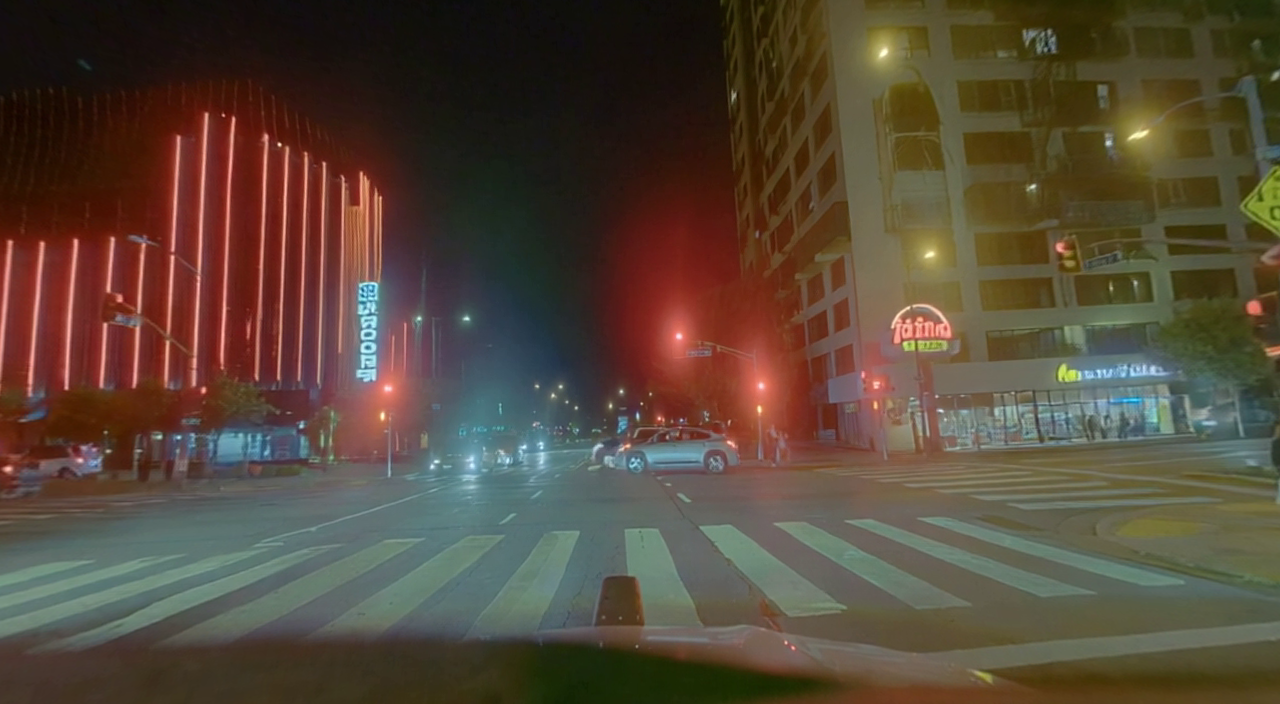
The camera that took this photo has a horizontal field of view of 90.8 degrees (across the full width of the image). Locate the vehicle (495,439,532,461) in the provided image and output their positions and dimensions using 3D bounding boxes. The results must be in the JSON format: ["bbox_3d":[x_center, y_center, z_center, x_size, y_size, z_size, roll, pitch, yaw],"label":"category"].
[{"bbox_3d":[-8.626,6.699,43.431,1.906,1.402,4.904,0,-8,-5],"label":"vehicle"}]

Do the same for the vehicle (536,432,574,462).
[{"bbox_3d":[-5.150,5.805,38.686,1.976,1.683,4.117,0,-8,-3],"label":"vehicle"}]

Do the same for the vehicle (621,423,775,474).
[{"bbox_3d":[1.804,3.104,20.397,4.612,1.521,1.811,1,-9,-10],"label":"vehicle"}]

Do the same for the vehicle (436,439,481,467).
[{"bbox_3d":[-10.899,6.092,38.207,1.885,1.545,4.124,1,-8,-6],"label":"vehicle"}]

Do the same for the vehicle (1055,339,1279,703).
[{"bbox_3d":[3.015,0.615,0.873,1.866,1.654,4.354,0,-8,0],"label":"vehicle"}]
